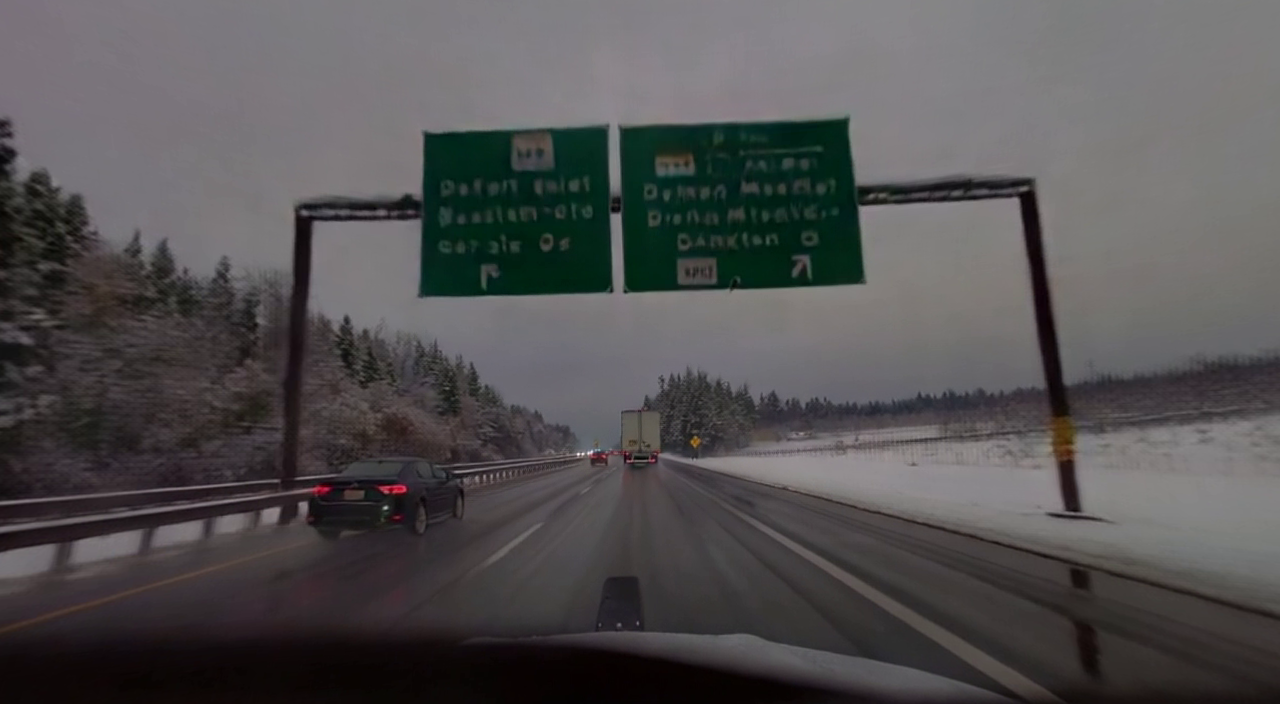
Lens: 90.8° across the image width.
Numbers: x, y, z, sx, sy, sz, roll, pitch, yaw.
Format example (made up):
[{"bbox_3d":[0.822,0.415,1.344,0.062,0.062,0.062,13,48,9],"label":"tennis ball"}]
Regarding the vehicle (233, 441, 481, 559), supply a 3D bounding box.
[{"bbox_3d":[-4.089,2.194,10.069,1.968,1.460,4.227,0,-9,0],"label":"vehicle"}]
